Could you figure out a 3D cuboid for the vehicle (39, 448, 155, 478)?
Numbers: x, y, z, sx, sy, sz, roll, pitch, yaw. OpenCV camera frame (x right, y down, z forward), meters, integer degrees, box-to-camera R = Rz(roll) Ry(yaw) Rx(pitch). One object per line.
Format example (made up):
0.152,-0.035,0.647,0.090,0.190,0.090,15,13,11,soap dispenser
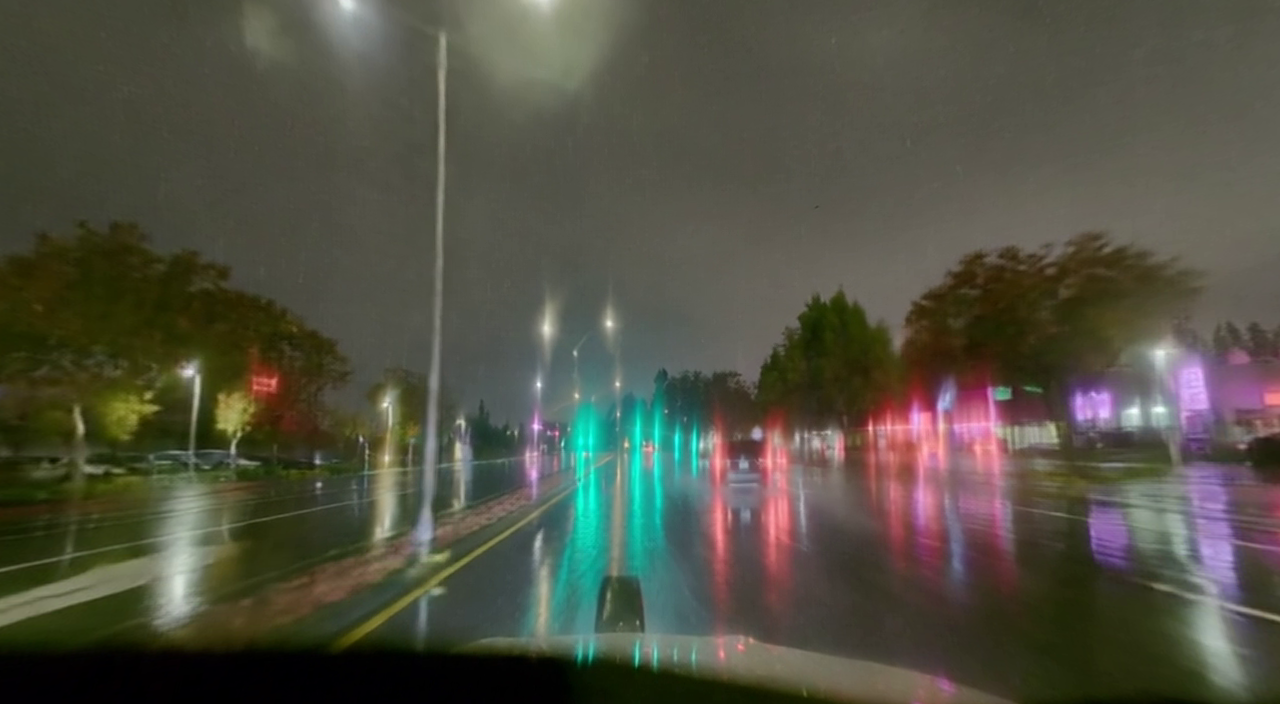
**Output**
-30.066,6.160,35.090,4.656,1.508,1.953,-1,-9,1,vehicle

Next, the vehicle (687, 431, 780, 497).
2.595,3.234,18.575,1.963,1.677,4.229,0,-8,-2,vehicle

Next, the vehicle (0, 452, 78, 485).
-29.948,5.503,29.903,4.834,1.438,2.023,-1,-8,4,vehicle
